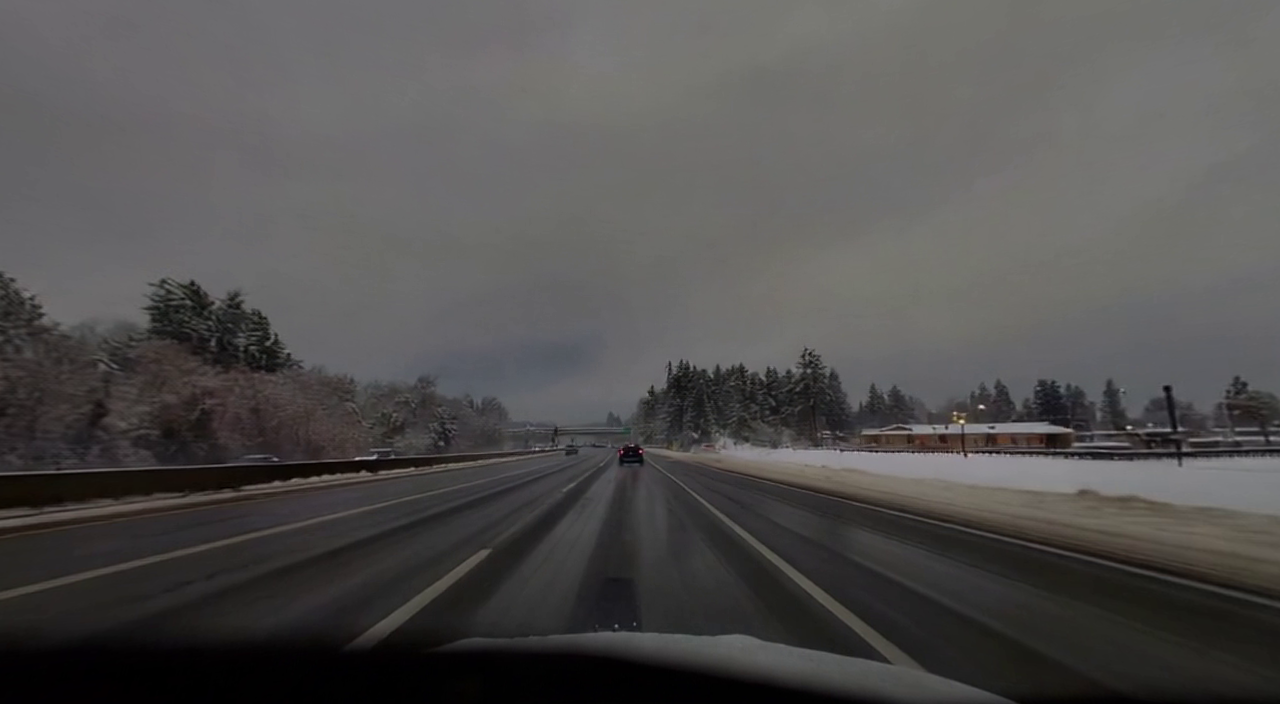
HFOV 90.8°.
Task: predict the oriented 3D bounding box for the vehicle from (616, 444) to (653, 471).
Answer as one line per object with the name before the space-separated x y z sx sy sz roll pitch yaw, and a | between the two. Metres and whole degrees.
vehicle | -0.336 6.005 36.145 2.012 1.471 4.059 0 -8 -1
